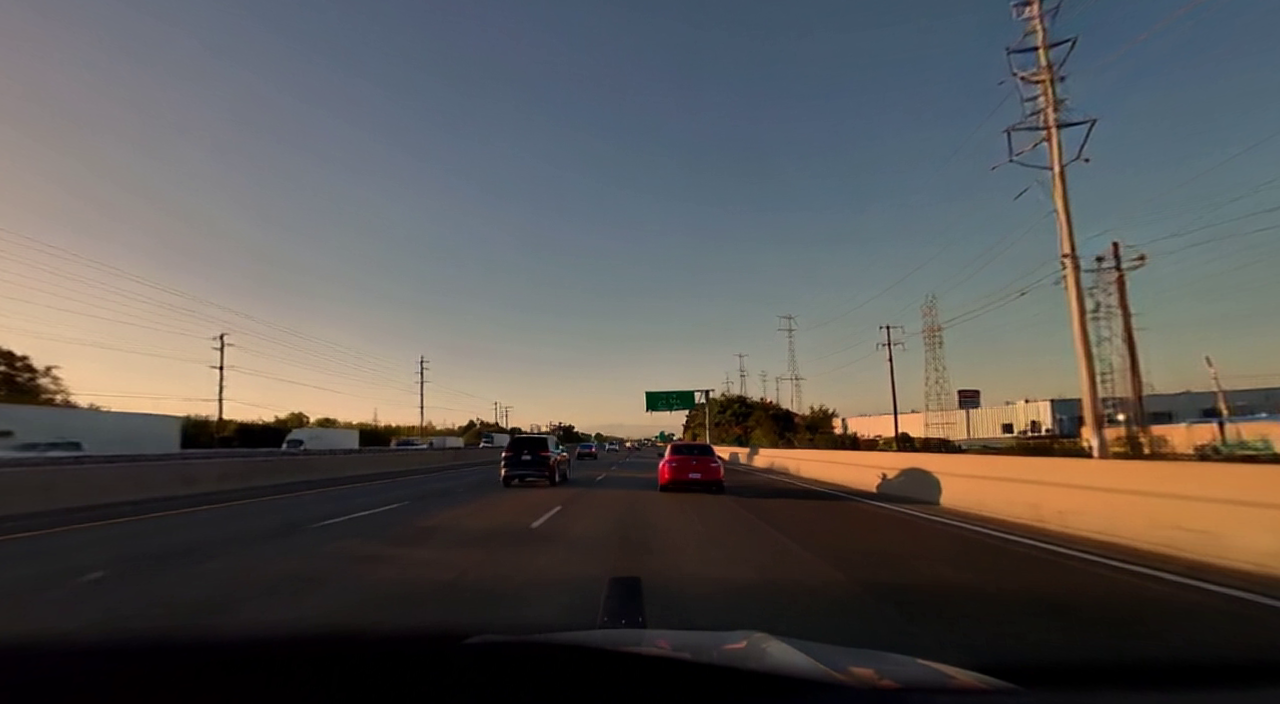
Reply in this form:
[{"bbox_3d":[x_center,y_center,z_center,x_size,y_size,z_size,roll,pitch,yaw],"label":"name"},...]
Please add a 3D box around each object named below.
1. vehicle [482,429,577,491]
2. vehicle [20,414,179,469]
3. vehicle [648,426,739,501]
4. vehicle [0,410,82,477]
[{"bbox_3d":[-3.385,3.416,20.264,2.125,1.764,4.393,0,-9,1],"label":"vehicle"},{"bbox_3d":[-31.786,5.376,37.642,2.911,2.955,7.369,0,-9,0],"label":"vehicle"},{"bbox_3d":[1.306,2.934,16.918,2.134,1.733,4.049,0,-9,2],"label":"vehicle"},{"bbox_3d":[-31.790,4.653,32.074,2.867,3.154,4.023,0,-9,-1],"label":"vehicle"}]
